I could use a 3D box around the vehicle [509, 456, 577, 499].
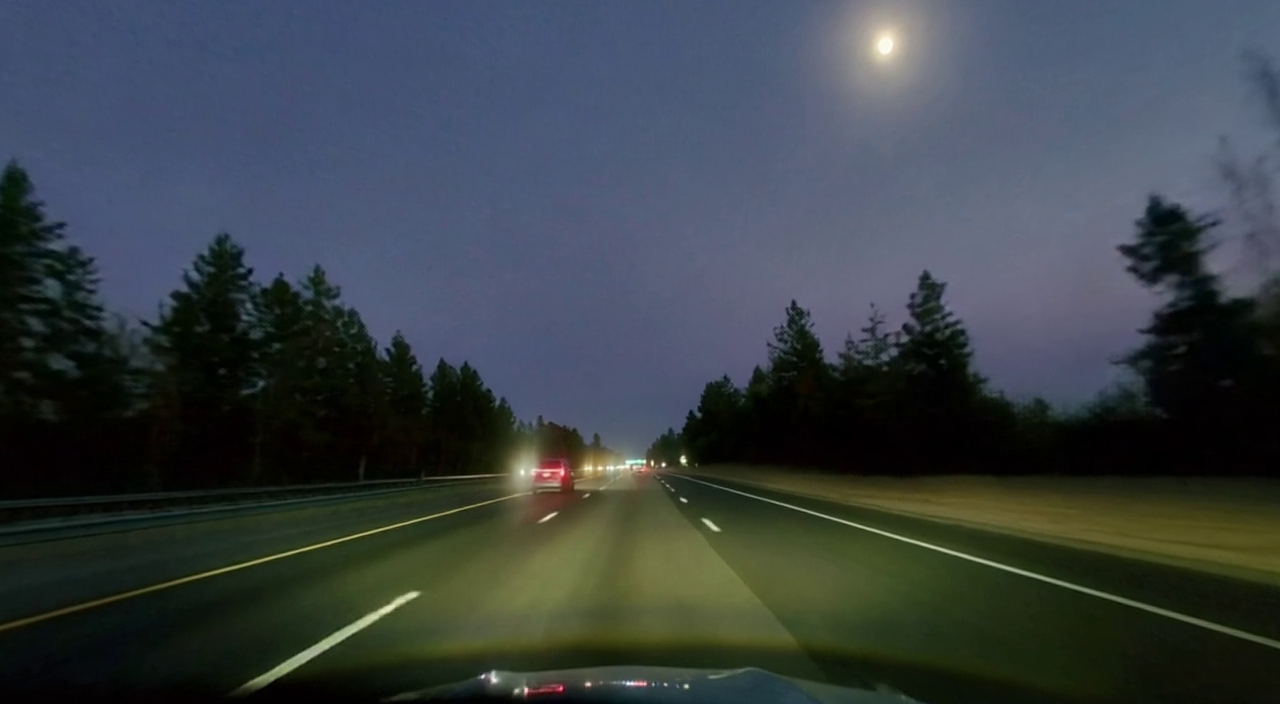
[{"bbox_3d":[-3.903,5.184,26.114,2.081,1.586,4.245,0,-10,1],"label":"vehicle"}]
